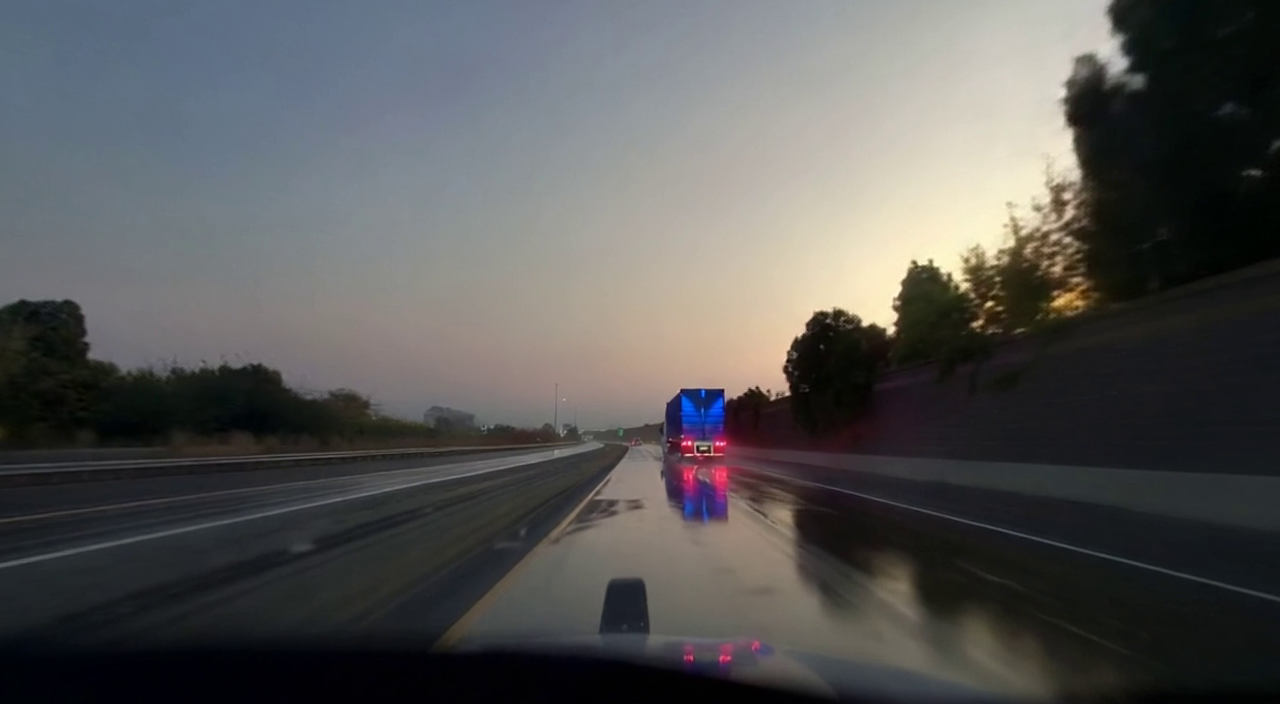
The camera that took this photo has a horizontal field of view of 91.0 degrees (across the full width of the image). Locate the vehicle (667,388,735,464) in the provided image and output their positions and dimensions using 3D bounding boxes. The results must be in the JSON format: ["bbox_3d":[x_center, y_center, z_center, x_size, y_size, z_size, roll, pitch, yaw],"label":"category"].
[{"bbox_3d":[3.973,5.417,44.786,3.615,4.578,13.539,0,-8,1],"label":"vehicle"}]
